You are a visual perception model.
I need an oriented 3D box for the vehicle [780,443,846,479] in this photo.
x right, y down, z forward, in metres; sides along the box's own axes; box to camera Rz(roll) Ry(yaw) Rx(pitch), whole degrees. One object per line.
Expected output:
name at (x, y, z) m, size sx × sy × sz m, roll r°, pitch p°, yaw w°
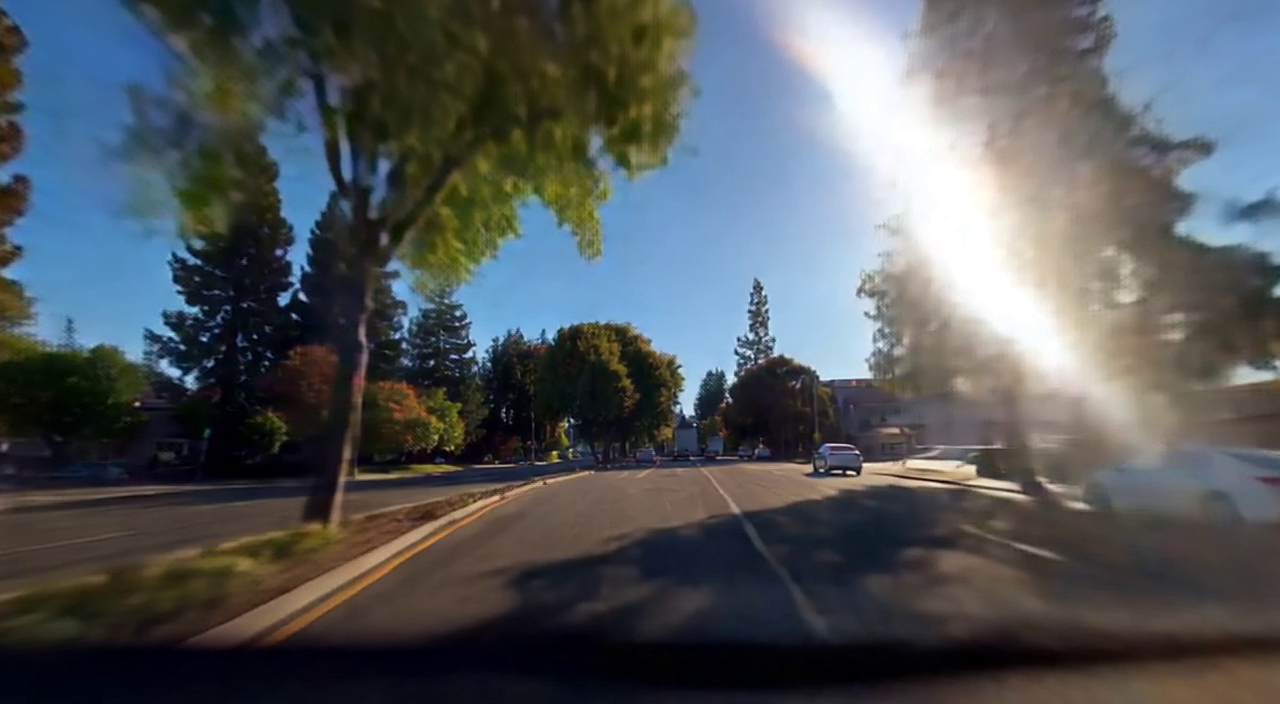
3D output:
vehicle at (7.650, 4.838, 28.380) m, size 2.020 × 1.472 × 3.958 m, roll 0°, pitch -8°, yaw 3°

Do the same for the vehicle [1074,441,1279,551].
vehicle at (9.923, 2.292, 10.796) m, size 1.888 × 1.508 × 4.646 m, roll 0°, pitch -8°, yaw 3°

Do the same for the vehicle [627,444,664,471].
vehicle at (0.359, 6.098, 36.680) m, size 2.077 × 1.477 × 3.897 m, roll 0°, pitch -8°, yaw 2°

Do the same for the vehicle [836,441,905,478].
vehicle at (11.470, 5.354, 31.733) m, size 1.945 × 1.687 × 4.292 m, roll 0°, pitch -8°, yaw 2°
